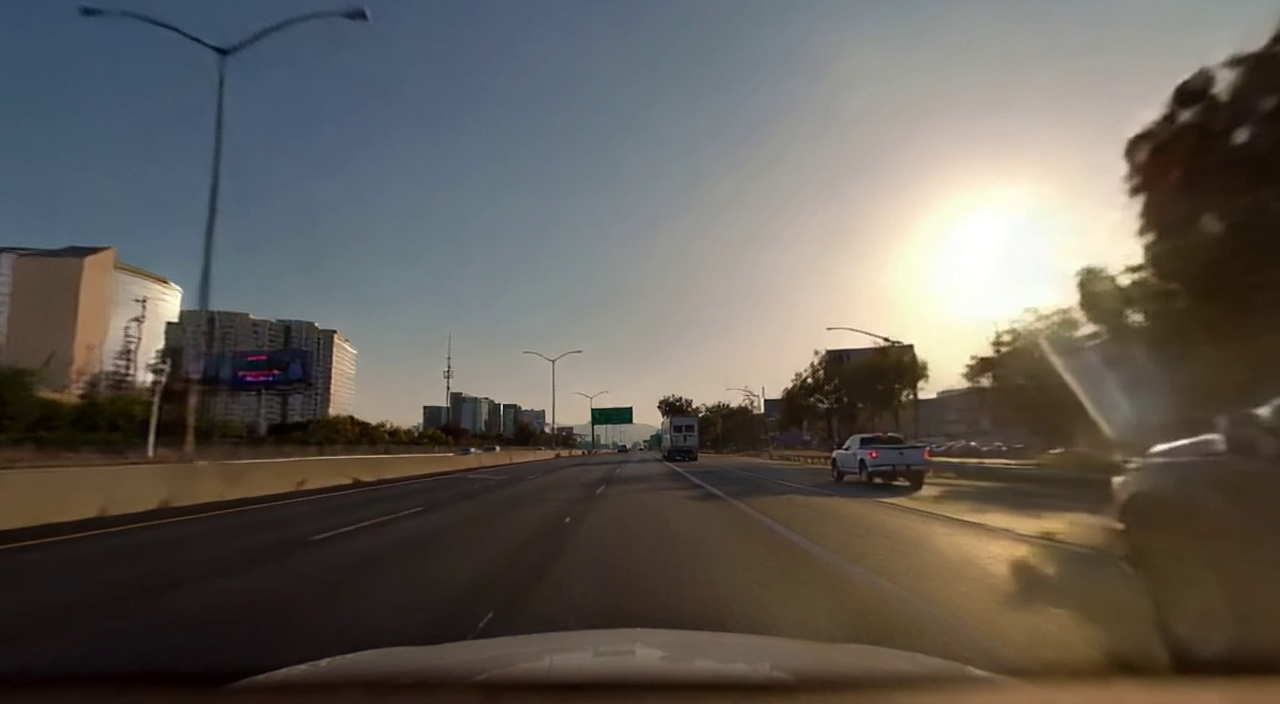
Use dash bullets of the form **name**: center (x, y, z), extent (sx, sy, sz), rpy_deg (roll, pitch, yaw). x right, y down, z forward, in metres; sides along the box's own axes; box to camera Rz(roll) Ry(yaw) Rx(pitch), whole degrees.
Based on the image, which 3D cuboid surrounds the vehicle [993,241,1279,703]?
- **vehicle**: center (4.097, 0.435, 1.561), extent (2.740, 2.157, 6.300), rpy_deg (0, -9, 0)

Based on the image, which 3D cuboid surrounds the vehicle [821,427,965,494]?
- **vehicle**: center (8.282, 3.630, 21.380), extent (2.544, 1.947, 5.288), rpy_deg (0, -9, -1)
